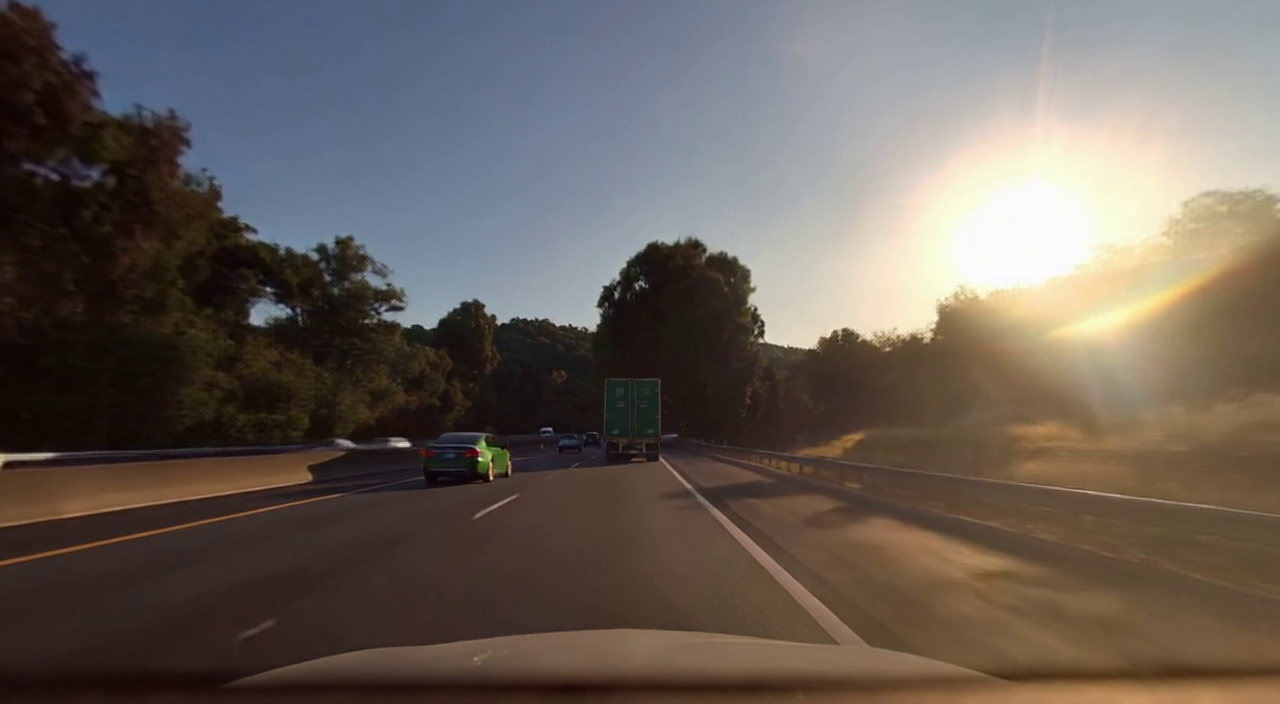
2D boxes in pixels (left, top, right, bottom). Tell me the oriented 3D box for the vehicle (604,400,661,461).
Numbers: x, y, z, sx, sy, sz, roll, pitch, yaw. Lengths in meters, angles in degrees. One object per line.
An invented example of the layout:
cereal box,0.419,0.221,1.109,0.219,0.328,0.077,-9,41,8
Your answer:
vehicle,-0.296,3.288,26.454,2.319,2.461,1.270,0,-8,0

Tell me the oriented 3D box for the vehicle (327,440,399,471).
vehicle,-13.625,5.079,31.239,1.922,1.431,3.659,0,-8,0

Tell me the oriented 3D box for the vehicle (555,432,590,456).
vehicle,-5.029,6.954,47.609,2.138,1.697,4.587,0,-8,1

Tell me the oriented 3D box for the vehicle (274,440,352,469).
vehicle,-17.790,5.566,34.556,1.847,1.487,4.583,0,-8,-1

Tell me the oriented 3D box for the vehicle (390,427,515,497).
vehicle,-4.483,2.667,15.723,1.909,1.520,3.897,0,-8,0
